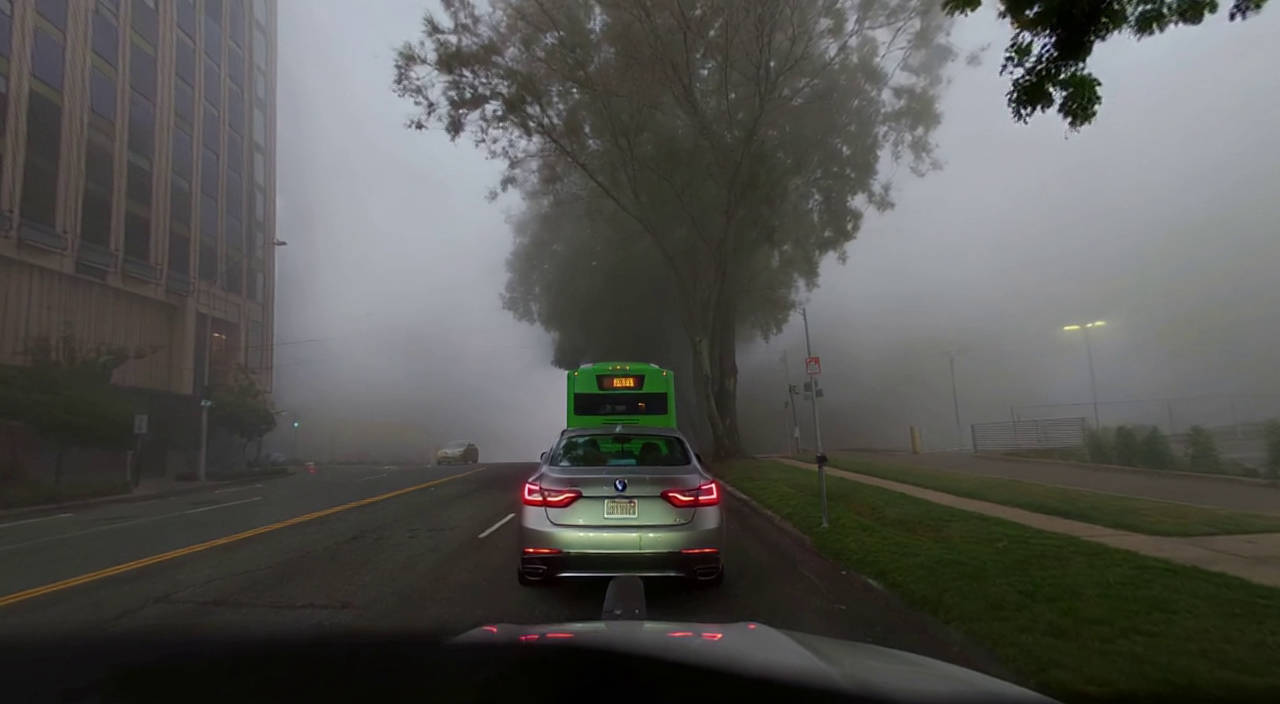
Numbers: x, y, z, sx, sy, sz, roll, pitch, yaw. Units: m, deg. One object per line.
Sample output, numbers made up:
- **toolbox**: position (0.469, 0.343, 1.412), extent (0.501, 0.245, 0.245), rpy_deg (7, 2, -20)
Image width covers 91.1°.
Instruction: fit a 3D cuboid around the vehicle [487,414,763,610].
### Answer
- **vehicle**: position (-0.154, 1.463, 6.742), extent (2.064, 1.452, 3.942), rpy_deg (0, -8, -1)
